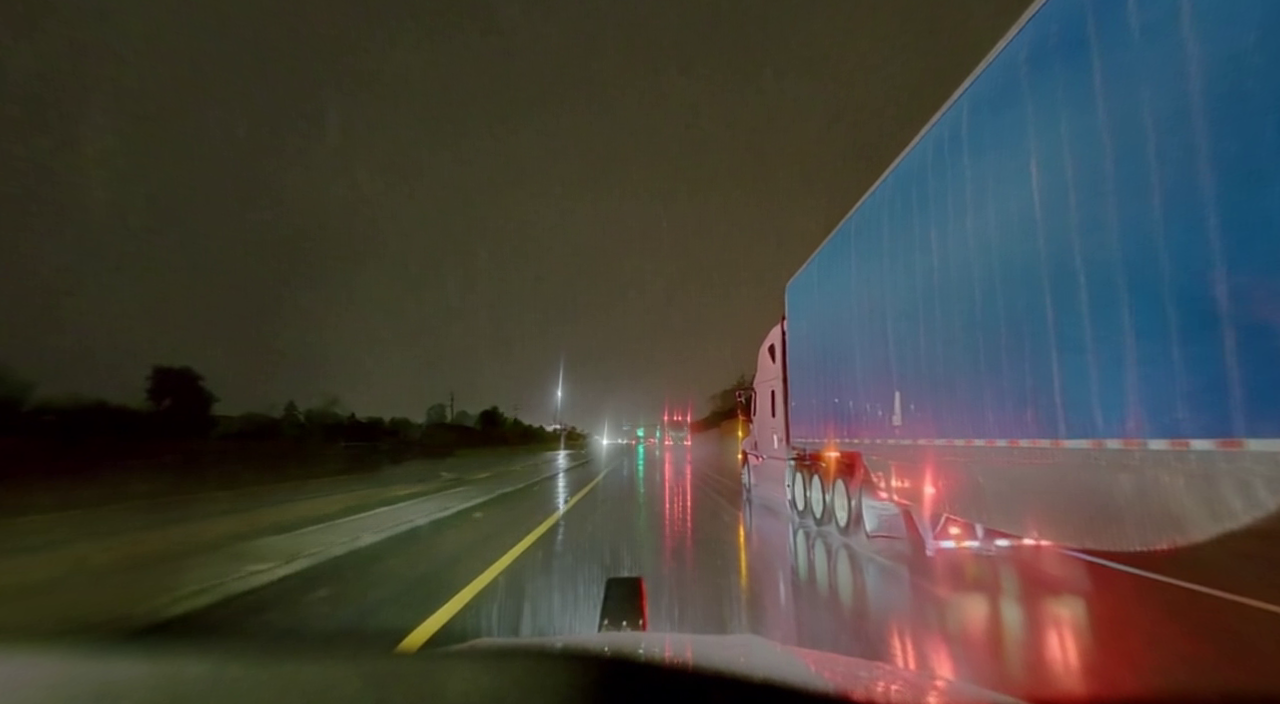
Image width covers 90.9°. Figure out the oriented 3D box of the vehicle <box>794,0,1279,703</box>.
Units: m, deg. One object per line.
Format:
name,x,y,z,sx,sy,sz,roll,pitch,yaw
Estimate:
vehicle,4.026,-0.222,1.974,2.976,4.114,16.788,0,-8,0
